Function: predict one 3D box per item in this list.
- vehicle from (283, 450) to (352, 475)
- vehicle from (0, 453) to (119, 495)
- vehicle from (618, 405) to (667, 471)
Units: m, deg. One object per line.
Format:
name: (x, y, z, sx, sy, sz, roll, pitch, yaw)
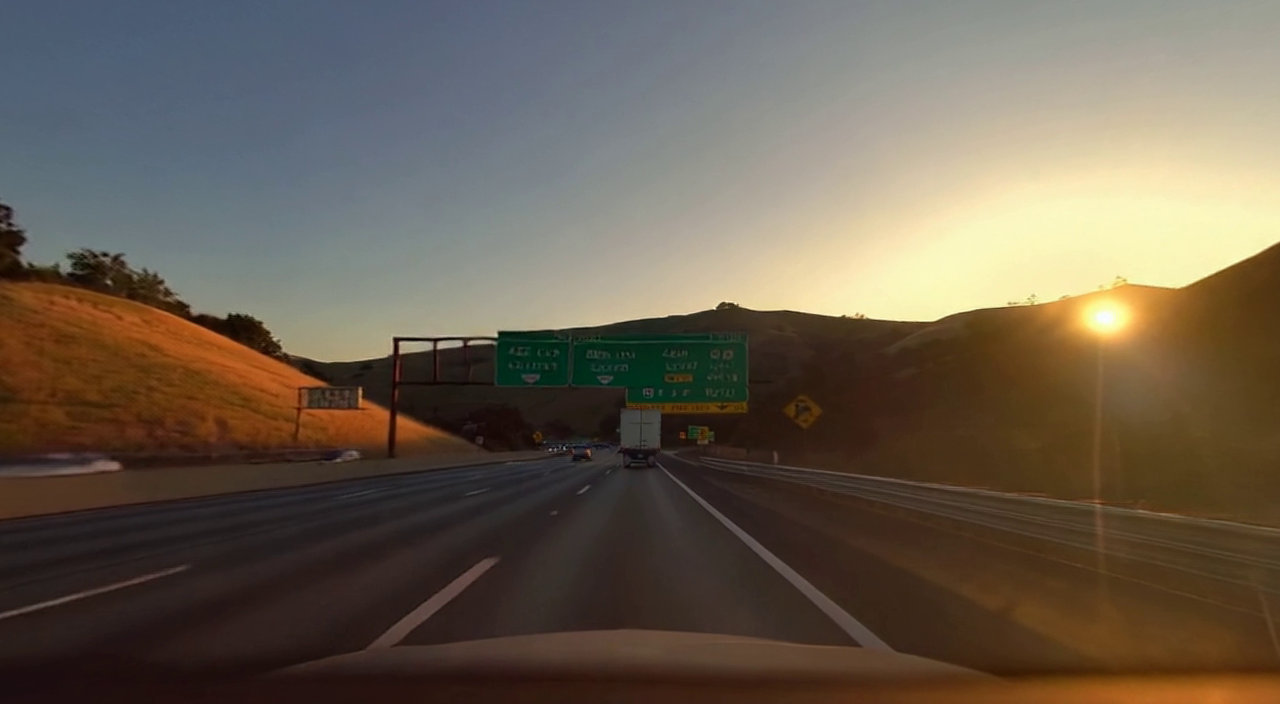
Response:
vehicle: (-21.651, 7.426, 42.496, 2.047, 1.574, 4.700, 0, -9, 1)
vehicle: (-25.249, 5.136, 26.935, 1.907, 1.556, 4.619, 0, -9, 1)
vehicle: (0.270, 6.273, 45.432, 3.039, 4.131, 11.822, 0, -9, 1)
